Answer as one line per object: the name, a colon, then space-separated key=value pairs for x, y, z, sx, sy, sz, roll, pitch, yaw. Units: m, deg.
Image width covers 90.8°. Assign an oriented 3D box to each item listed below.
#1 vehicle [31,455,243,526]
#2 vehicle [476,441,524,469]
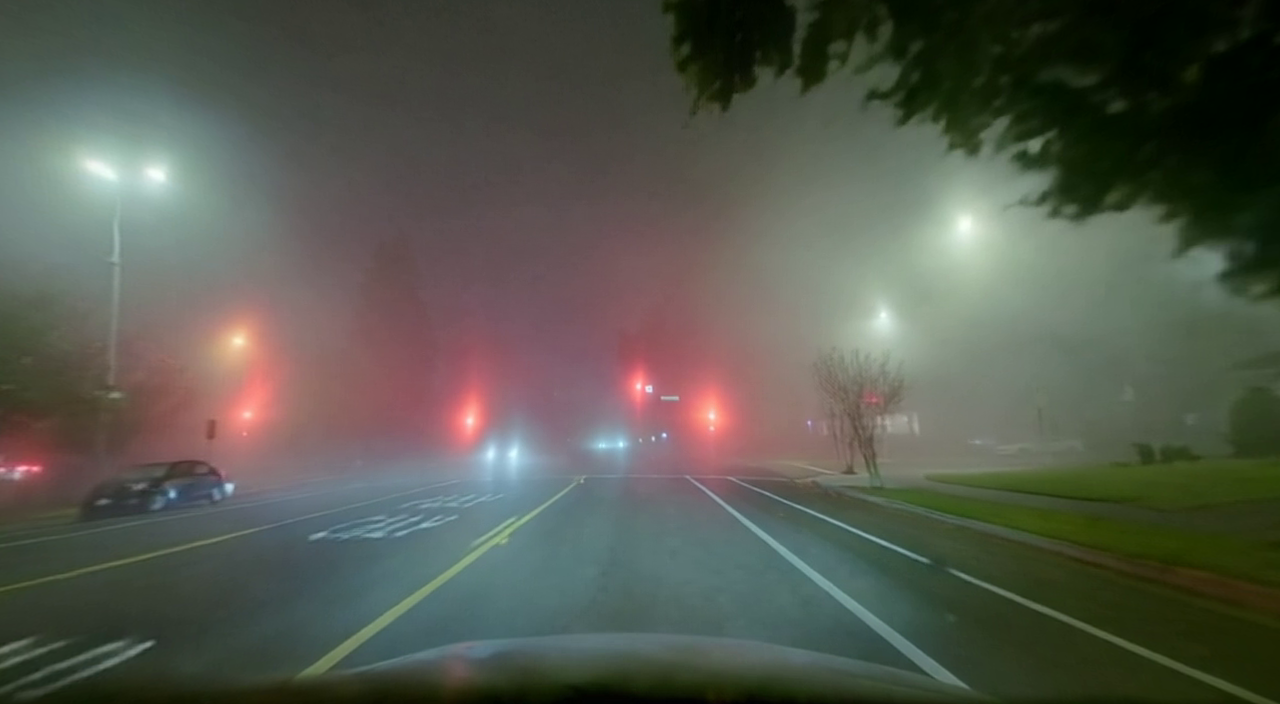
vehicle: x=-12.785 y=3.501 z=16.528 sx=1.851 sy=1.482 sz=4.443 roll=-1 pitch=-8 yaw=0
vehicle: x=-8.040 y=5.924 z=36.609 sx=1.869 sy=1.497 sz=3.768 roll=-1 pitch=-8 yaw=1
